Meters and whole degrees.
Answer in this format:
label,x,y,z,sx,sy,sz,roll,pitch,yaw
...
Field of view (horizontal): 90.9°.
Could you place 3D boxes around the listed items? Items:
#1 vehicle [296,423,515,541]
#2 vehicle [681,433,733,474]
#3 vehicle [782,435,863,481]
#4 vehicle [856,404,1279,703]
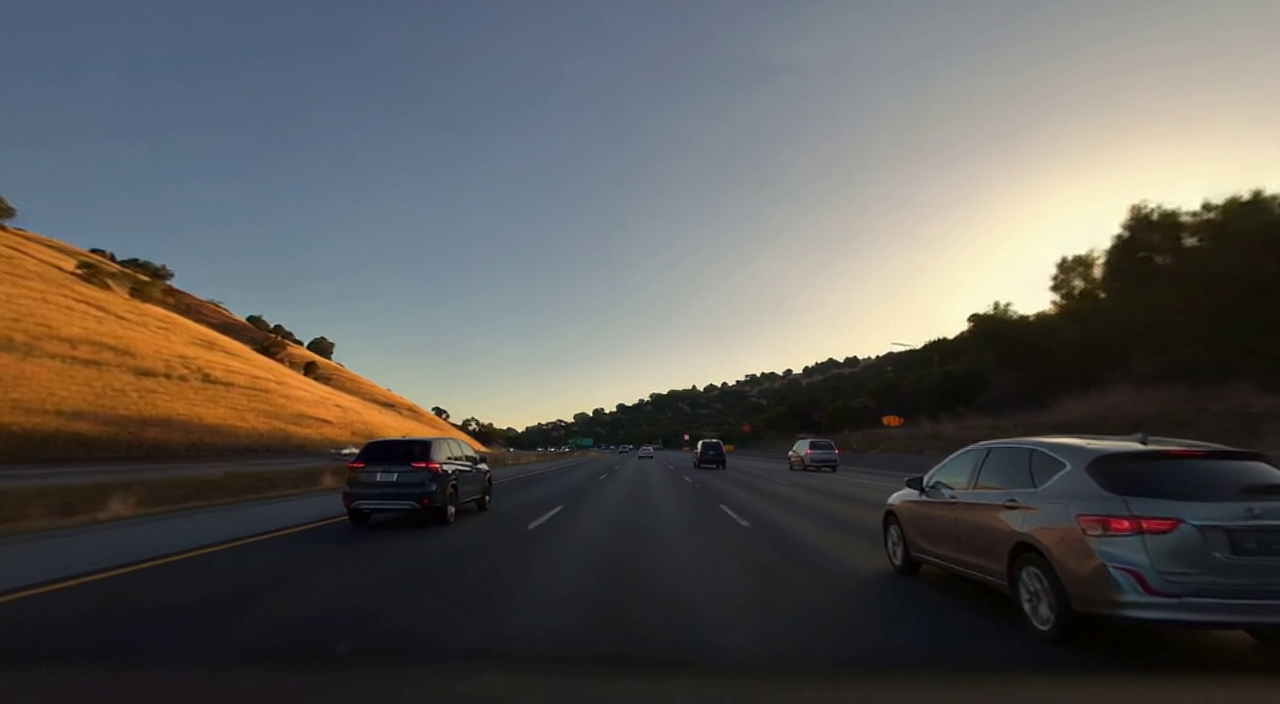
label,x,y,z,sx,sy,sz,roll,pitch,yaw
vehicle,-3.823,2.200,11.334,2.166,1.672,4.388,0,-8,1
vehicle,3.394,5.261,32.828,2.121,1.925,5.056,0,-8,0
vehicle,7.406,4.349,26.072,1.998,1.717,4.338,0,-8,0
vehicle,3.398,1.282,4.895,1.941,1.481,4.300,0,-8,0
